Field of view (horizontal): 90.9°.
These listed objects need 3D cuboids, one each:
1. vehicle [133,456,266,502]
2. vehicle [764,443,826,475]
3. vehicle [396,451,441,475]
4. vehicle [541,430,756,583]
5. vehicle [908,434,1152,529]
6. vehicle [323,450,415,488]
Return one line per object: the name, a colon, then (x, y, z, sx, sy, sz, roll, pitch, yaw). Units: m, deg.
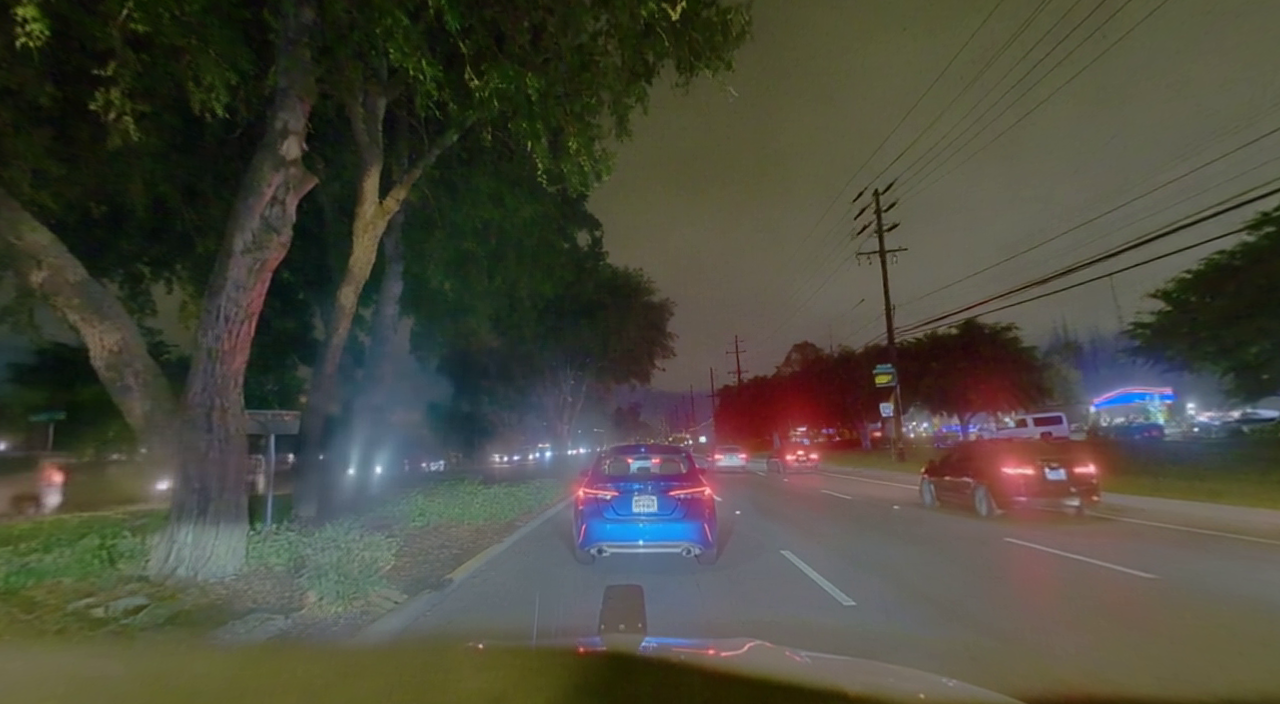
vehicle: (-16.366, 4.693, 23.778, 1.856, 1.452, 4.530, 0, -8, -2)
vehicle: (7.554, 5.230, 31.163, 1.899, 1.458, 4.499, 0, -8, -1)
vehicle: (-15.095, 7.547, 43.172, 1.701, 1.494, 3.791, 0, -8, 0)
vehicle: (0.076, 1.813, 8.232, 2.108, 1.479, 3.935, 0, -8, 0)
vehicle: (7.081, 2.363, 12.172, 1.850, 1.480, 4.474, 0, -8, 0)
vehicle: (-11.821, 5.109, 27.891, 1.988, 1.486, 4.586, 0, -8, 1)
